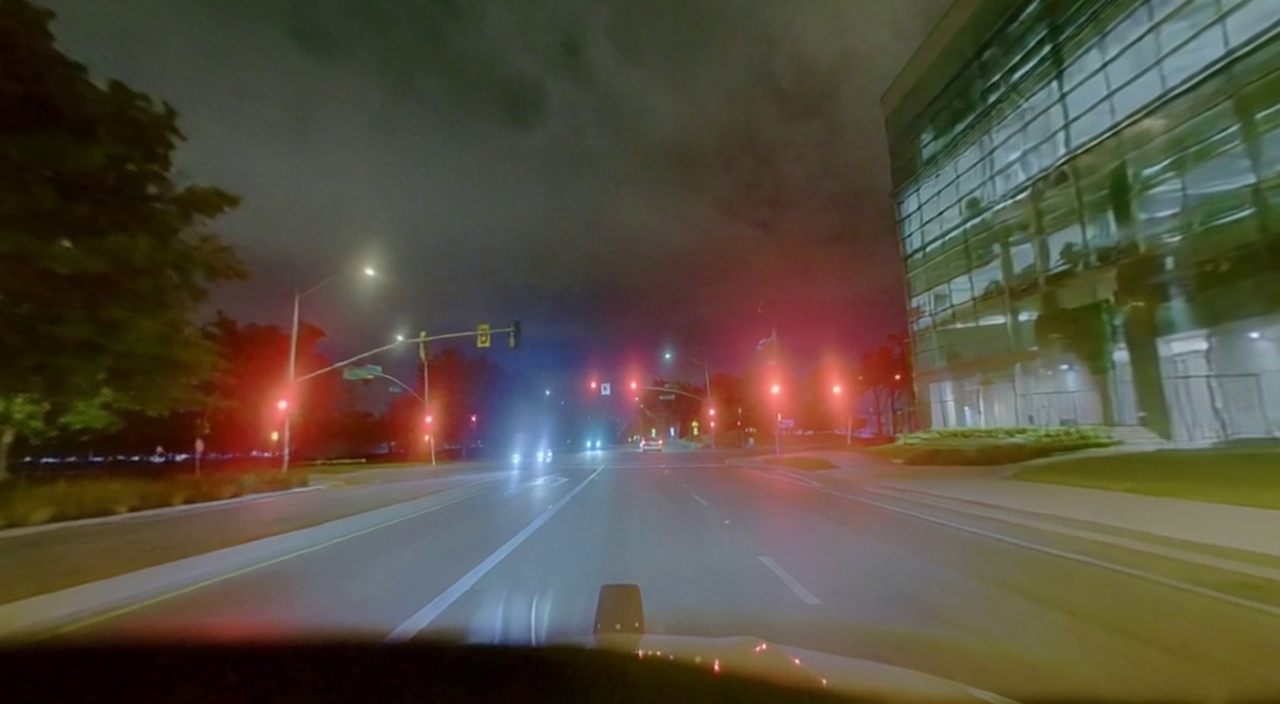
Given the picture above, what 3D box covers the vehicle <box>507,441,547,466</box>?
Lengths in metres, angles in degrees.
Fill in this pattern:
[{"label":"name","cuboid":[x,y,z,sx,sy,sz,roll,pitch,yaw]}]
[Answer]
[{"label":"vehicle","cuboid":[-8.197,7.415,46.278,2.165,1.685,4.274,0,-9,-1]}]
